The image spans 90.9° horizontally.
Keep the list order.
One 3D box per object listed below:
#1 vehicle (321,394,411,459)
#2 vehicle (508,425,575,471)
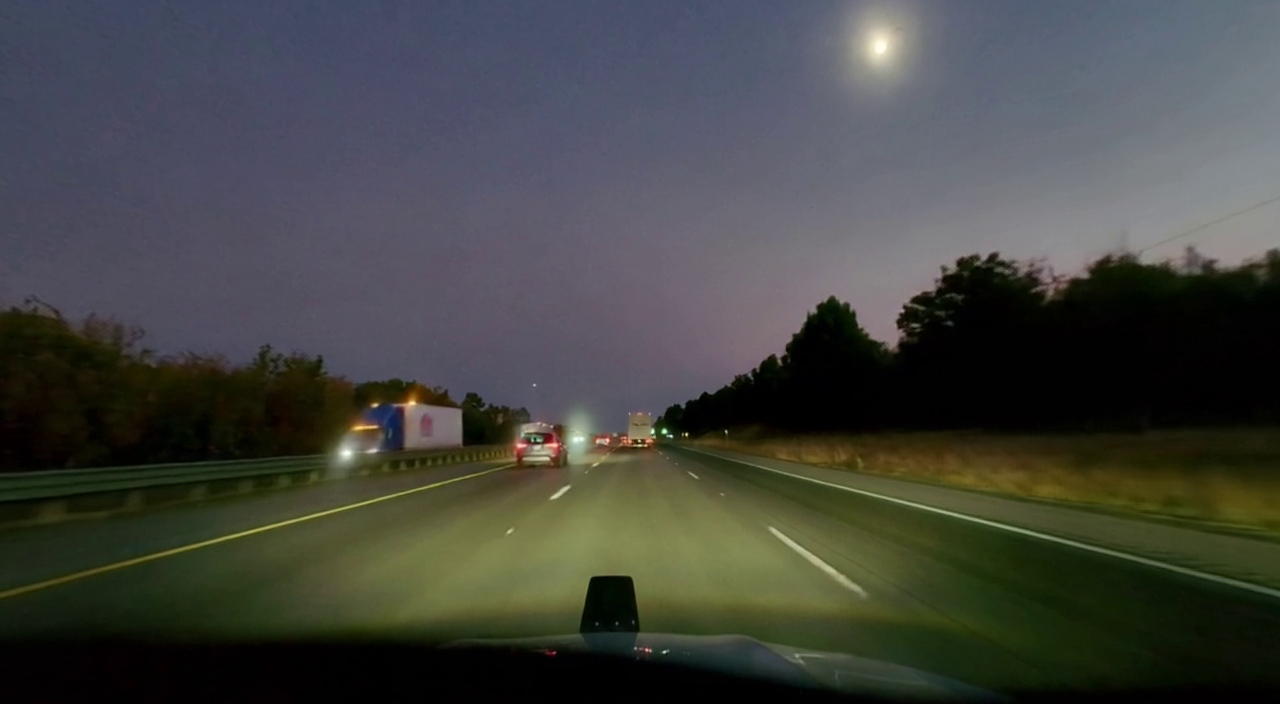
[{"bbox_3d":[-17.151,4.781,39.941,2.975,3.782,5.870,0,-8,0],"label":"vehicle"},{"bbox_3d":[-3.864,3.838,25.481,2.045,1.655,4.301,0,-8,0],"label":"vehicle"}]
